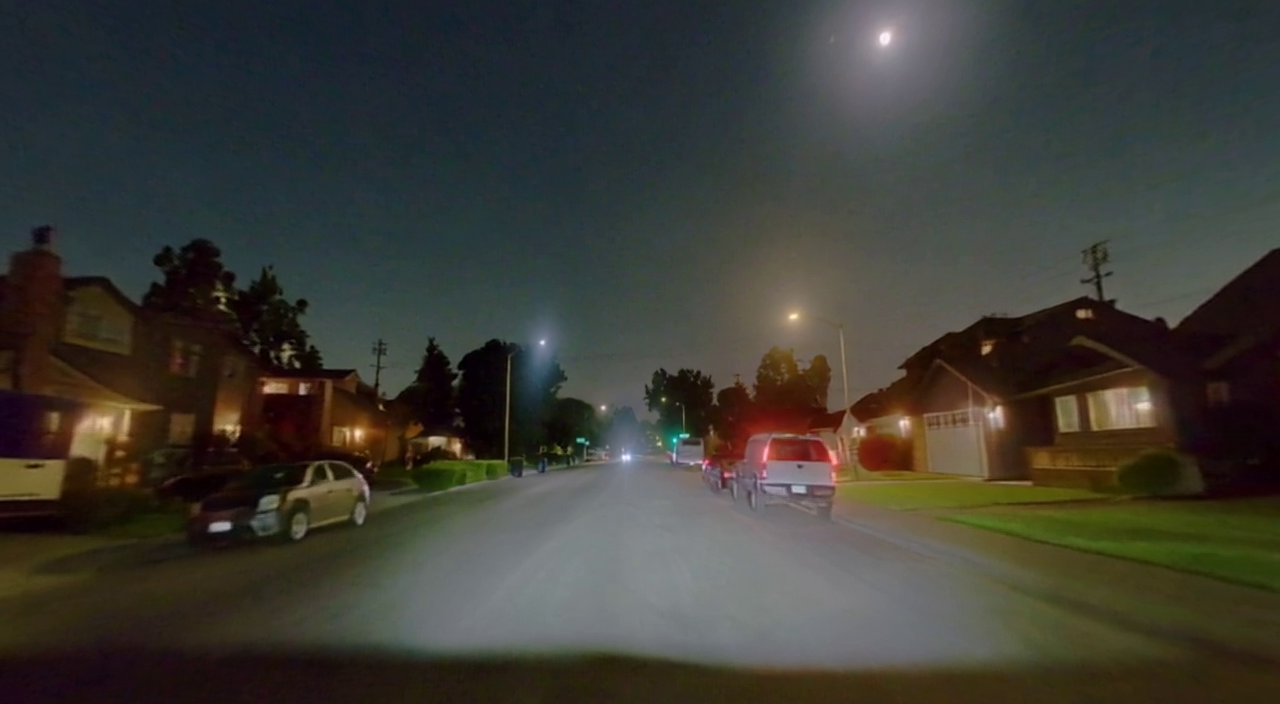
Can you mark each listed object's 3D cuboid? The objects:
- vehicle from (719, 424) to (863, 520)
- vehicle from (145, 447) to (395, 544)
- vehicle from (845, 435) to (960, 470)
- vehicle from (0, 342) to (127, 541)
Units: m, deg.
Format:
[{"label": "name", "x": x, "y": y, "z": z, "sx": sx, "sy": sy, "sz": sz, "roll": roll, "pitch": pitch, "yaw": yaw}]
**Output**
[{"label": "vehicle", "x": 3.293, "y": 2.740, "z": 14.990, "sx": 2.262, "sy": 1.870, "sz": 4.948, "roll": 0, "pitch": -8, "yaw": 1}, {"label": "vehicle", "x": -6.762, "y": 2.772, "z": 12.268, "sx": 2.071, "sy": 1.481, "sz": 4.425, "roll": -1, "pitch": -12, "yaw": 2}, {"label": "vehicle", "x": 11.446, "y": 4.426, "z": 27.717, "sx": 4.111, "sy": 1.459, "sz": 2.214, "roll": -1, "pitch": -8, "yaw": 4}, {"label": "vehicle", "x": -13.799, "y": 1.665, "z": 11.296, "sx": 6.585, "sy": 3.247, "sz": 3.011, "roll": -2, "pitch": -7, "yaw": 2}]
